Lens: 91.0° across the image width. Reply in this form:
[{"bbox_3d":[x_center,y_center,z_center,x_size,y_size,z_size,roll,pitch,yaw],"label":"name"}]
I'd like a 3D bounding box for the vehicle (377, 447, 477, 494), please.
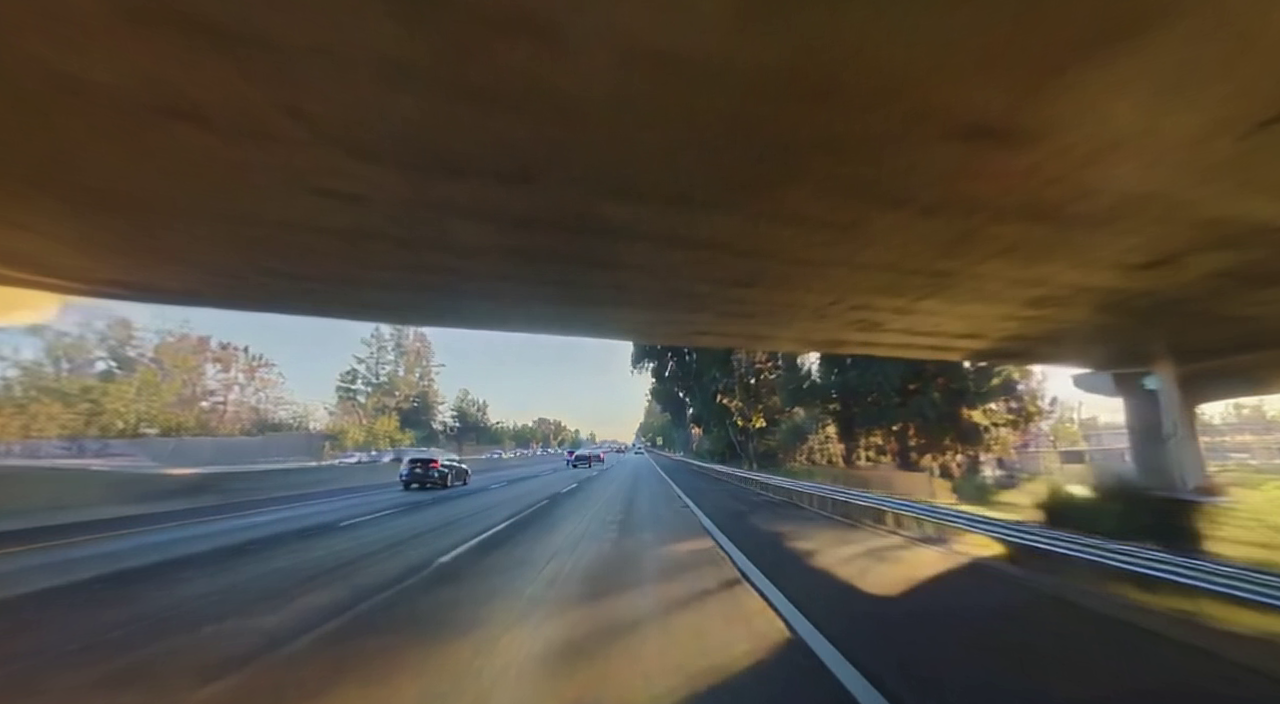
[{"bbox_3d":[-7.621,4.270,23.112,2.002,1.507,4.631,0,-9,1],"label":"vehicle"}]

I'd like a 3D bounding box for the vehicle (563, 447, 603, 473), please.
[{"bbox_3d":[-3.667,7.056,41.341,2.102,1.571,4.666,0,-9,1],"label":"vehicle"}]
